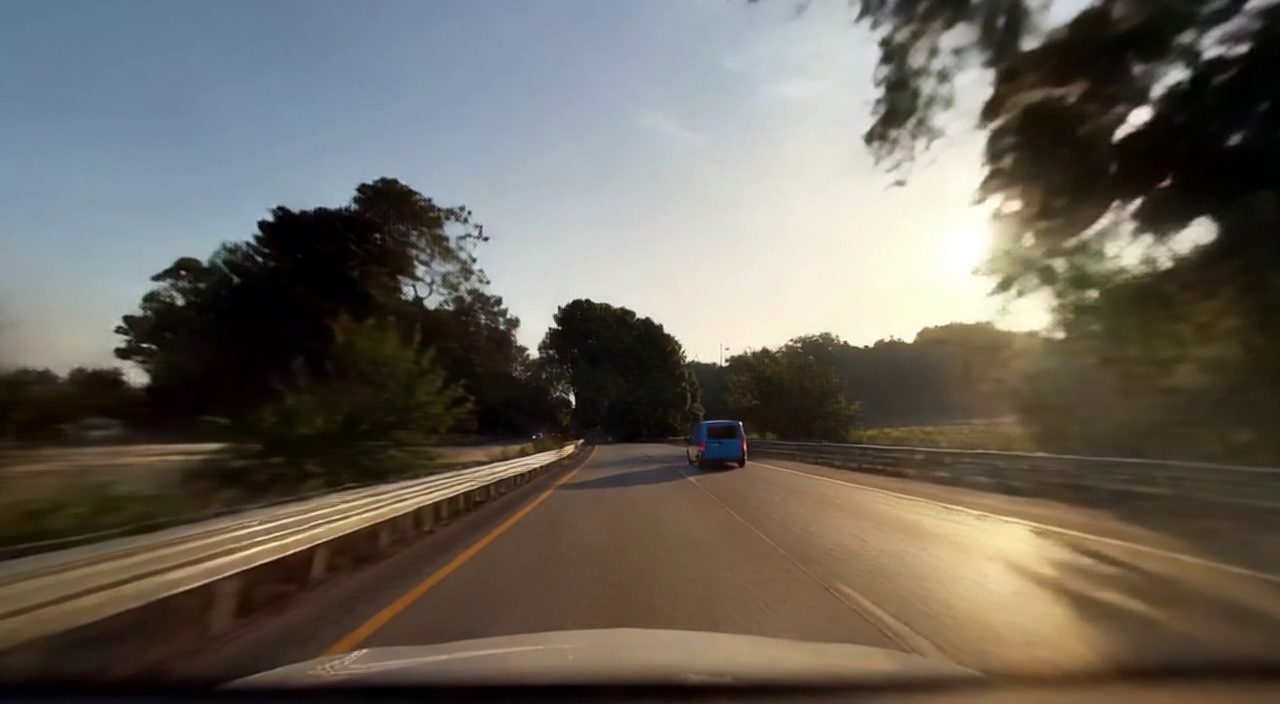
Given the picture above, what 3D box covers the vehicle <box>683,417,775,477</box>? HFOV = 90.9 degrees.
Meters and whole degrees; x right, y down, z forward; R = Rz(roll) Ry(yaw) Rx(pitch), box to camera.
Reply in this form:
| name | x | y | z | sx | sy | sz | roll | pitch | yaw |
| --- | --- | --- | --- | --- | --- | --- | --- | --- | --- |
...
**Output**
| name | x | y | z | sx | sy | sz | roll | pitch | yaw |
| --- | --- | --- | --- | --- | --- | --- | --- | --- | --- |
| vehicle | 2.842 | 3.152 | 21.261 | 2.240 | 1.801 | 4.545 | 0 | -8 | -3 |
